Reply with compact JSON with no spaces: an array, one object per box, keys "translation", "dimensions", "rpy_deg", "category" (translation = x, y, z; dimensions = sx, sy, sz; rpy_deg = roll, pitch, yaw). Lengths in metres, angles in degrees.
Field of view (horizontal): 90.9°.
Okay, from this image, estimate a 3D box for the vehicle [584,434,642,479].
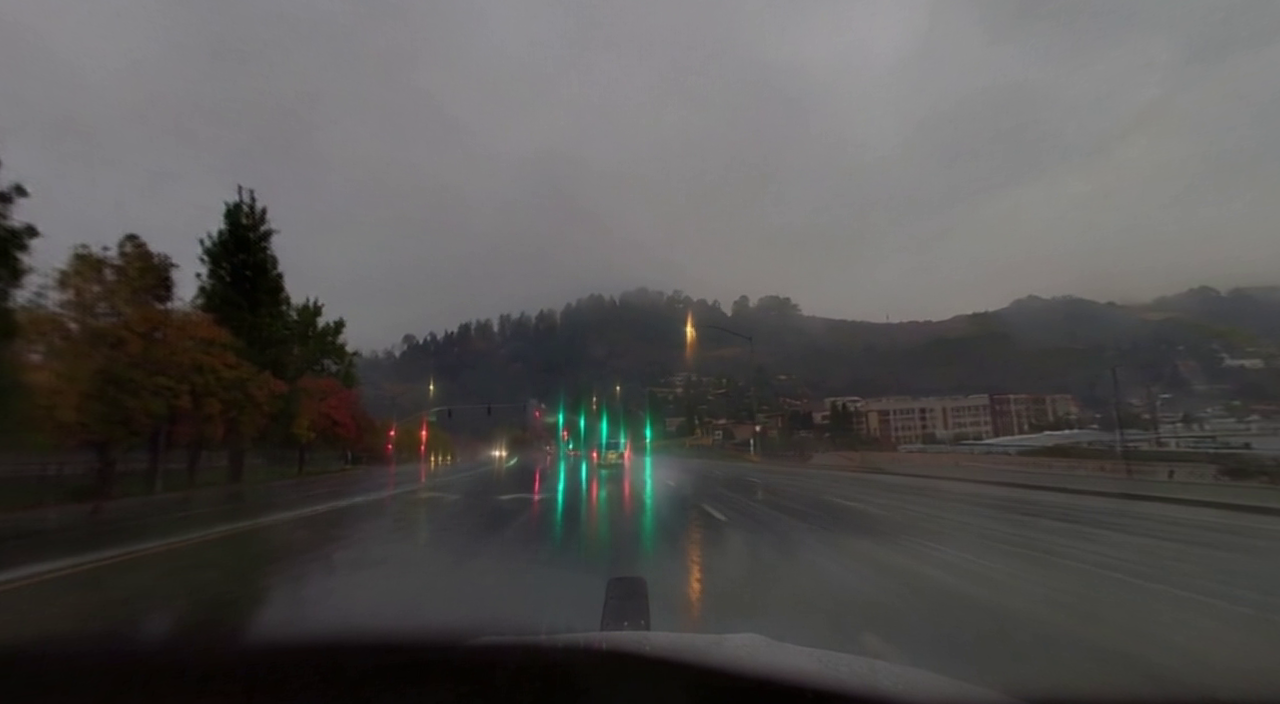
[{"translation":[-1.244,4.478,27.228],"dimensions":[2.253,1.756,4.313],"rpy_deg":[1,-8,-6],"category":"vehicle"}]
